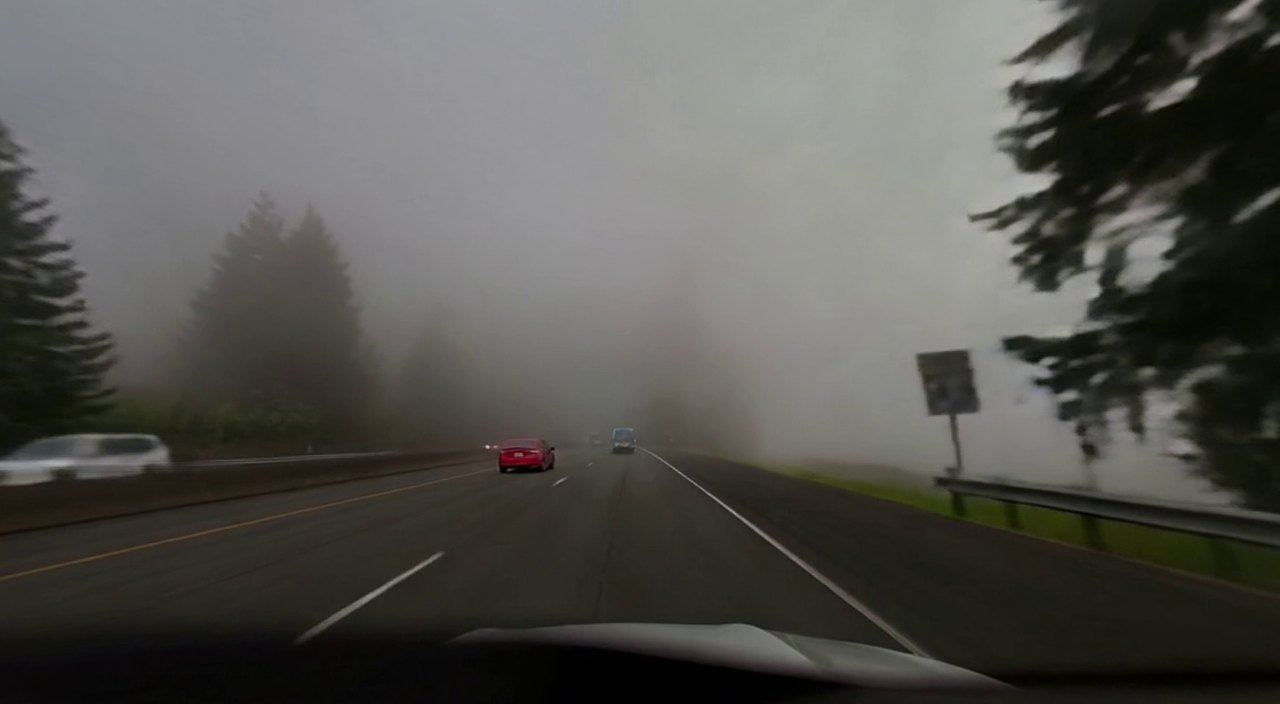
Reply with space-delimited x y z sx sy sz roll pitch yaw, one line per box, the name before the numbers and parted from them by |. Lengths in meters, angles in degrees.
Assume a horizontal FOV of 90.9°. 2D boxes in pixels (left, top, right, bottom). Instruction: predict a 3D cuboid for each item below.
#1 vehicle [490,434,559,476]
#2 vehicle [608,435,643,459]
vehicle | -4.298 3.894 24.121 1.907 1.445 4.049 0 -8 0
vehicle | -0.905 6.233 41.419 2.162 1.460 4.242 0 -8 0
